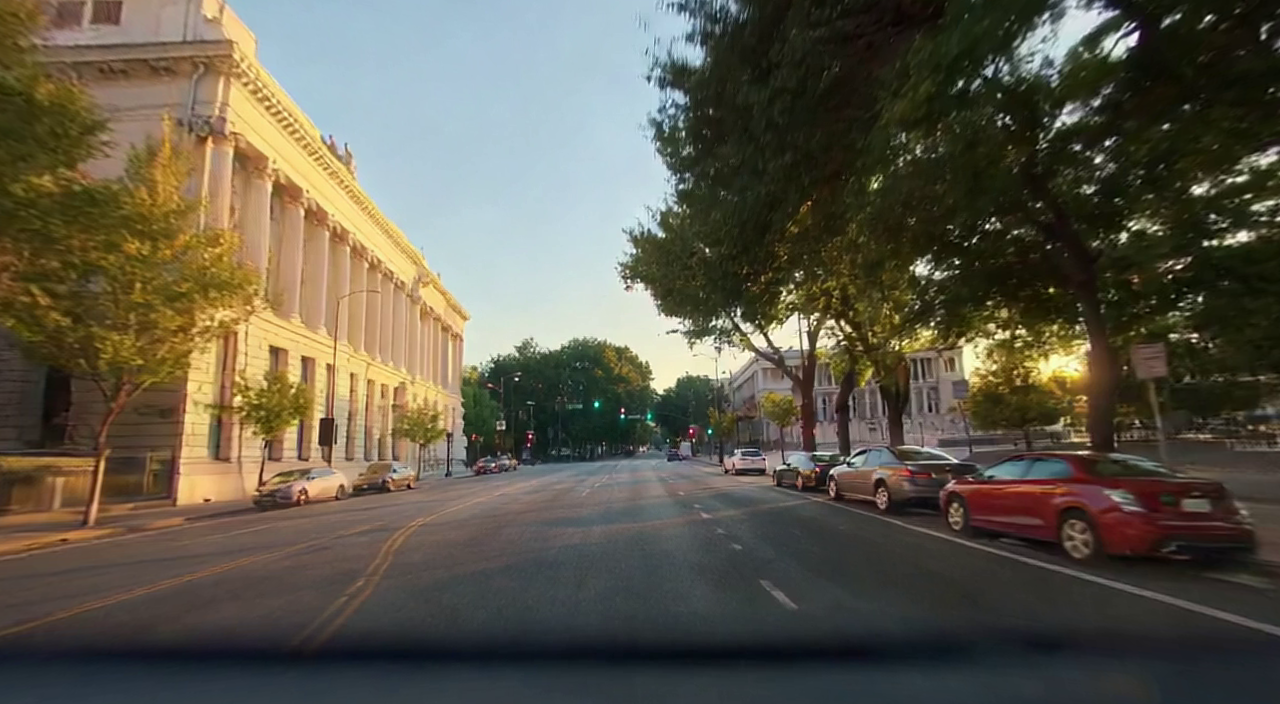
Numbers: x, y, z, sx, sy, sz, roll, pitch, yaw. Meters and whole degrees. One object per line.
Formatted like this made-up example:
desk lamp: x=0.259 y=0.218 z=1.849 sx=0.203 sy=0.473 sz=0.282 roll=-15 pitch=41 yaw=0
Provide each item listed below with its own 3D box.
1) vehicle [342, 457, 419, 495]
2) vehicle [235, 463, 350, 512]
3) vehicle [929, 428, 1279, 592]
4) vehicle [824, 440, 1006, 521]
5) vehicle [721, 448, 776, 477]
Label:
vehicle: x=-12.634 y=6.037 z=31.122 sx=1.911 sy=1.558 sz=4.793 roll=-3 pitch=-9 yaw=-2
vehicle: x=-12.628 y=4.919 z=23.347 sx=1.828 sy=1.462 sz=4.421 roll=0 pitch=-8 yaw=-2
vehicle: x=6.037 y=1.880 z=8.530 sx=1.923 sy=1.554 sz=4.712 roll=0 pitch=-8 yaw=-2
vehicle: x=5.827 y=2.751 z=14.169 sx=1.849 sy=1.491 sz=4.626 roll=0 pitch=-9 yaw=-2
vehicle: x=5.982 y=6.131 z=35.339 sx=2.091 sy=1.445 sz=4.678 roll=0 pitch=-9 yaw=-2
